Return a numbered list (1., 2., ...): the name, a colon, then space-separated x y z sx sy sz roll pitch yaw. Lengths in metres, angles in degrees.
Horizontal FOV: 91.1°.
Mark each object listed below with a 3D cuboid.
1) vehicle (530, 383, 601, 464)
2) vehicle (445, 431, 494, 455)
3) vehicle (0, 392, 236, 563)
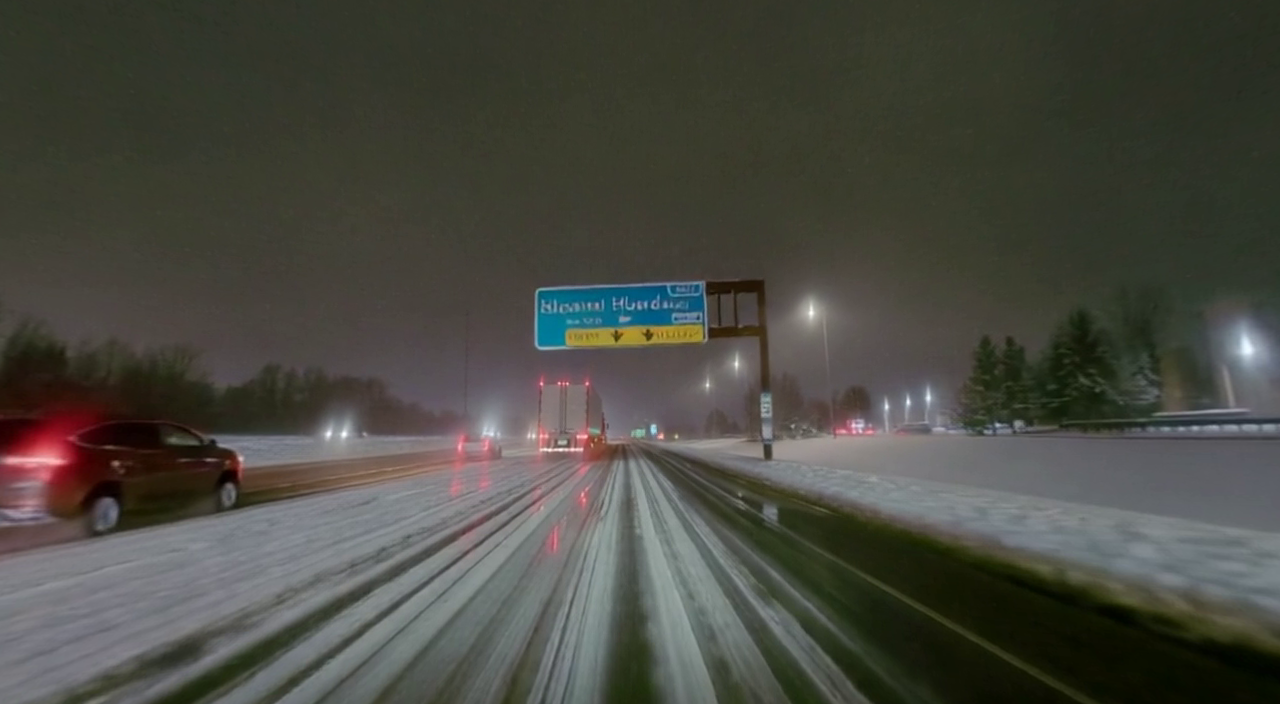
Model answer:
1. vehicle: -4.073 4.385 37.321 3.002 3.987 12.477 0 -8 -1
2. vehicle: -11.883 6.354 44.069 2.138 1.531 4.864 0 -8 -1
3. vehicle: -7.430 1.440 7.704 2.075 1.691 4.431 0 -8 -2
